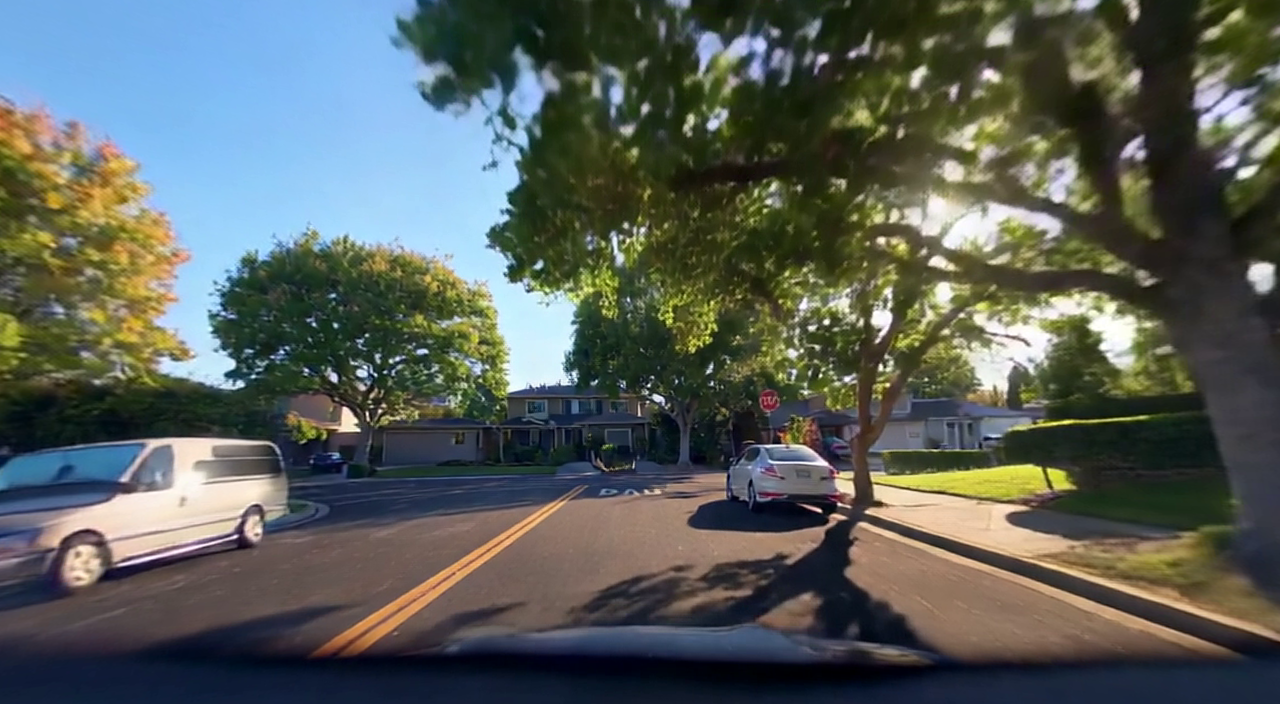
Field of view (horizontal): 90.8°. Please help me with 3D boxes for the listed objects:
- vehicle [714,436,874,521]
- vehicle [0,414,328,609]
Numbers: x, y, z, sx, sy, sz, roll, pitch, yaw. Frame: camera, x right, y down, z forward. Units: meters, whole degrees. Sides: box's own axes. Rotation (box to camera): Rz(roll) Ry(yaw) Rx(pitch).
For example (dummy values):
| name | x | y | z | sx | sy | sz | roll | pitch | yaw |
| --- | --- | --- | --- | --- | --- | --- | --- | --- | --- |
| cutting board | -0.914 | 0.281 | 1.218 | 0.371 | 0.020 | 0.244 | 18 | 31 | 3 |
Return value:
| name | x | y | z | sx | sy | sz | roll | pitch | yaw |
| --- | --- | --- | --- | --- | --- | --- | --- | --- | --- |
| vehicle | 3.013 | 2.594 | 13.550 | 2.167 | 1.479 | 4.597 | 0 | -9 | -1 |
| vehicle | -6.914 | 1.983 | 8.899 | 2.225 | 1.817 | 5.731 | -2 | -8 | -1 |
